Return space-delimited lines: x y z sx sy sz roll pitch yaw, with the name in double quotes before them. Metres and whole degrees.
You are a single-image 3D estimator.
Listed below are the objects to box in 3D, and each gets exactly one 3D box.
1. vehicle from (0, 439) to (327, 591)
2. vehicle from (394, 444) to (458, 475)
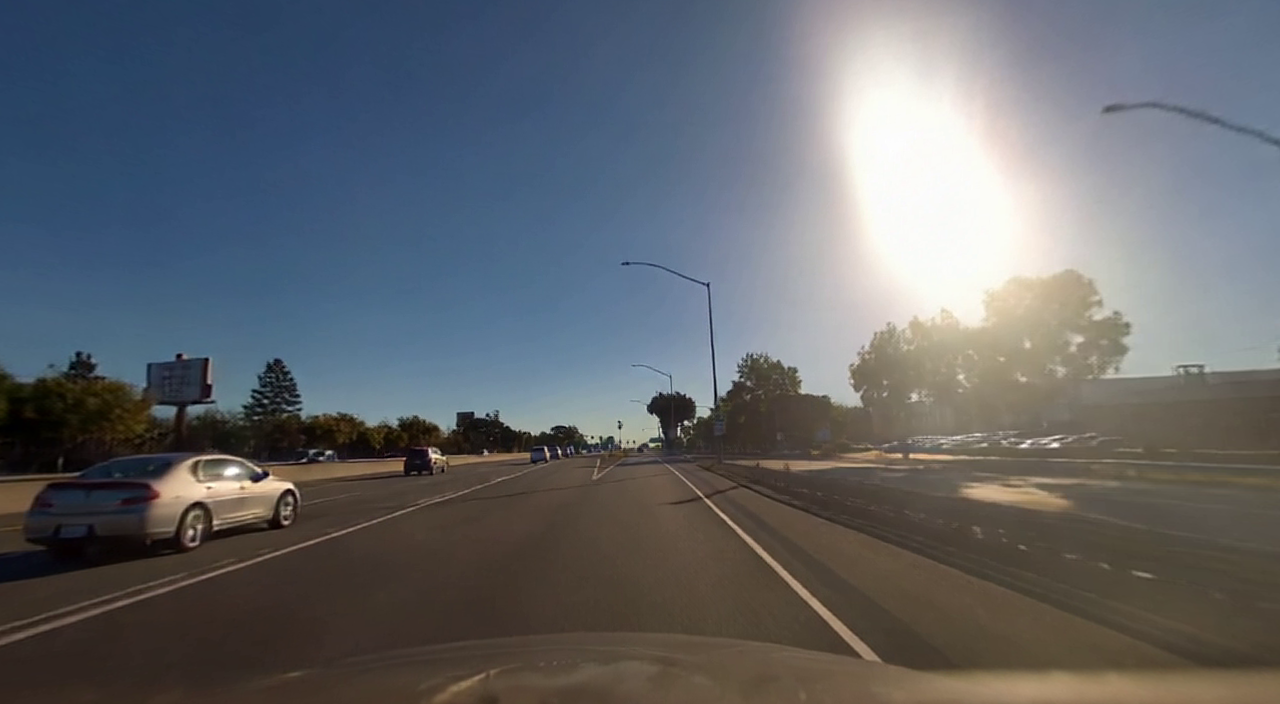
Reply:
"vehicle" -6.393 1.978 8.691 1.940 1.479 4.777 0 -9 -3
"vehicle" -12.280 6.169 36.602 2.126 1.671 5.173 0 -9 -3
